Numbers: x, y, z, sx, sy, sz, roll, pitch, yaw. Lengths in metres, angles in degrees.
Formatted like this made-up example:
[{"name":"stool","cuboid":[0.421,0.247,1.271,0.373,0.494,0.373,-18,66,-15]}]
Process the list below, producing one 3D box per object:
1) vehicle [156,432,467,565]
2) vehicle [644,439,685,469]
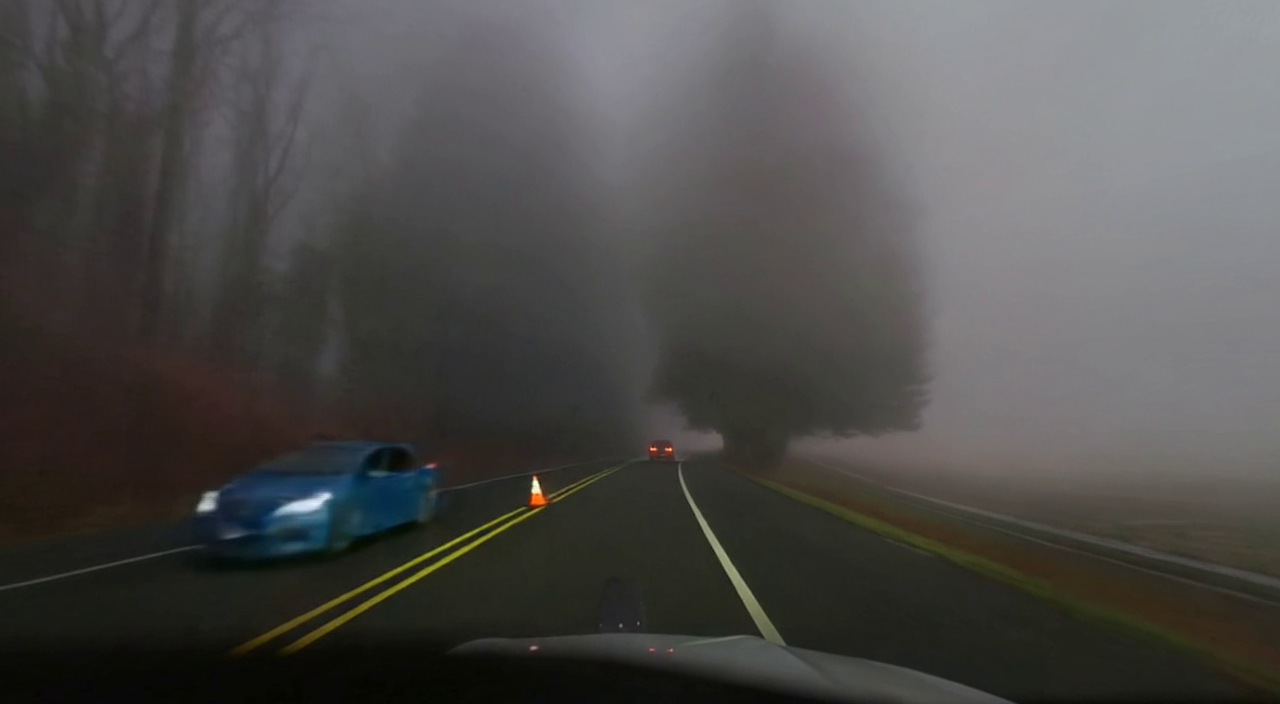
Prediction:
[{"name":"vehicle","cuboid":[-4.253,1.953,9.192,2.046,1.451,4.342,-1,-9,3]},{"name":"vehicle","cuboid":[1.339,5.472,33.921,2.042,1.489,3.963,-1,-9,3]}]
